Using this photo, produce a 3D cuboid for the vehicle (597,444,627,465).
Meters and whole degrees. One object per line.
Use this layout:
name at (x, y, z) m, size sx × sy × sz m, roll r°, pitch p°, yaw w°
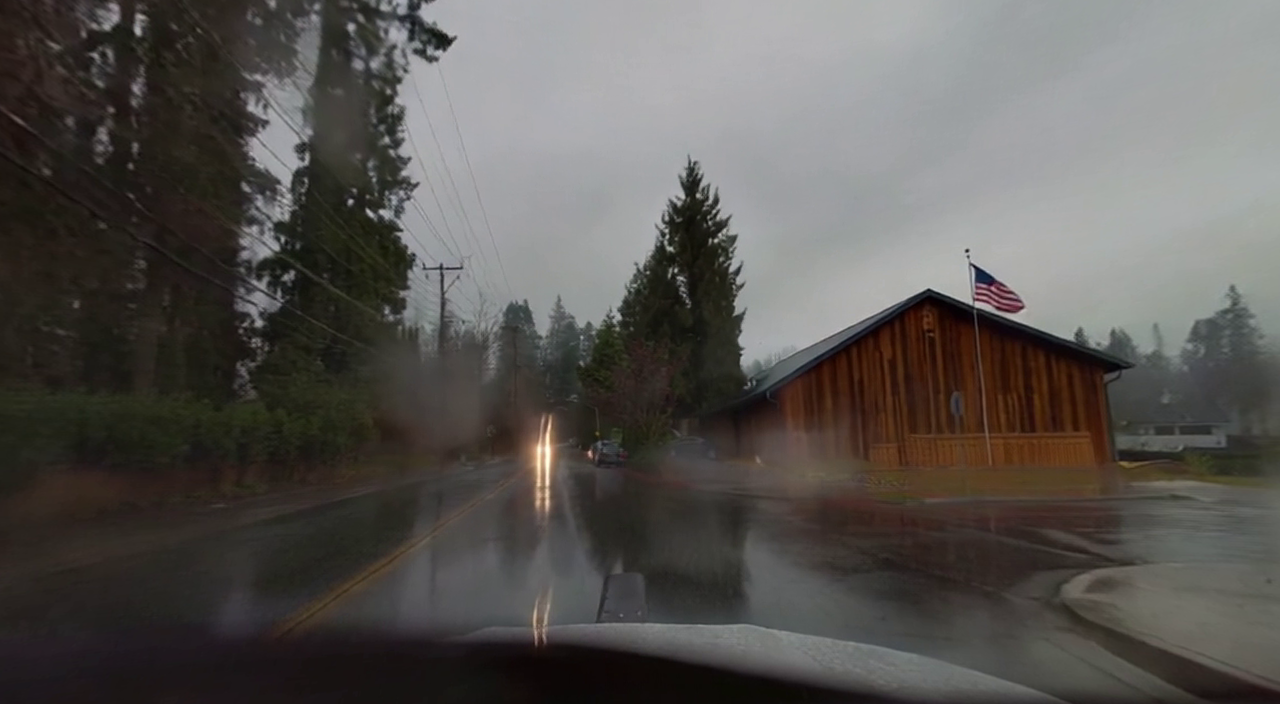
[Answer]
vehicle at (-2.158, 7.622, 47.111) m, size 1.941 × 1.460 × 4.206 m, roll 1°, pitch -9°, yaw -7°
